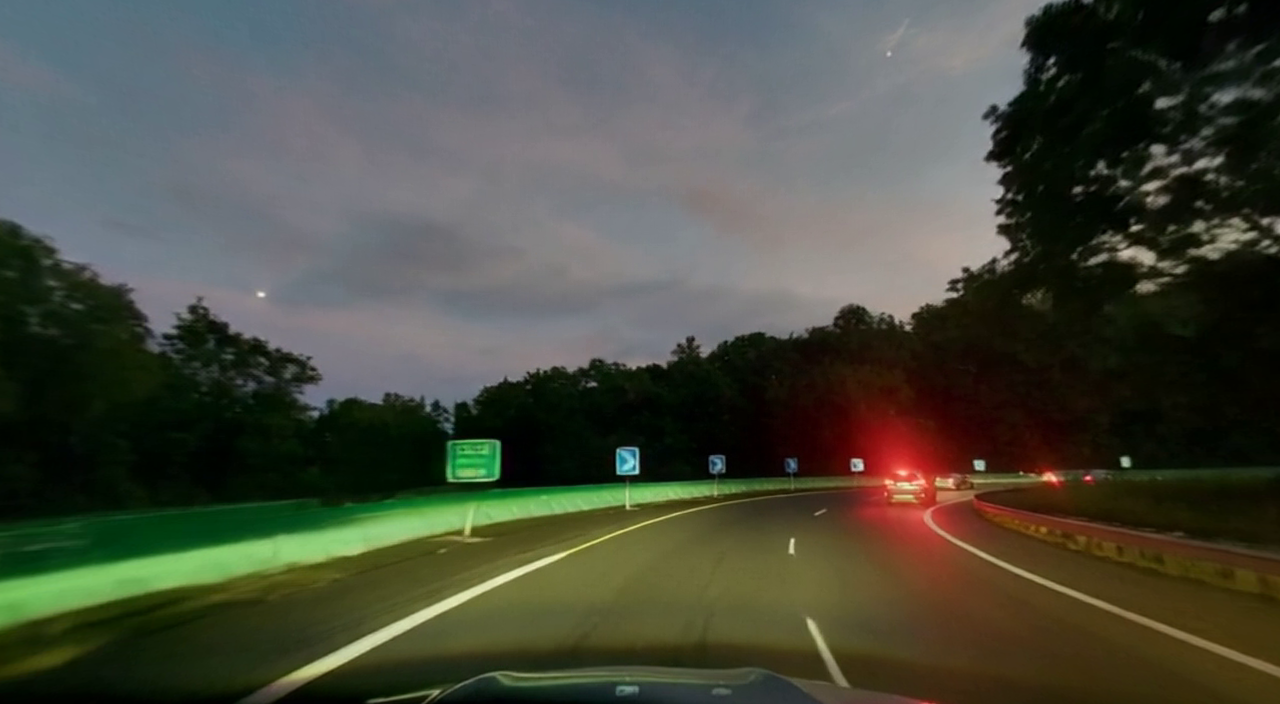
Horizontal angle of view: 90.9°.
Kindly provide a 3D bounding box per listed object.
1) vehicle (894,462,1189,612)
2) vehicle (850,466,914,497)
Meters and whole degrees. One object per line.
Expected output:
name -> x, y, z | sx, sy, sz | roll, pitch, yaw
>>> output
vehicle -> 5.325, 2.446, 9.188 | 2.023, 1.593, 4.105 | -1, -11, 8
vehicle -> 12.954, 6.879, 33.649 | 1.992, 1.503, 3.793 | -8, -14, 39
